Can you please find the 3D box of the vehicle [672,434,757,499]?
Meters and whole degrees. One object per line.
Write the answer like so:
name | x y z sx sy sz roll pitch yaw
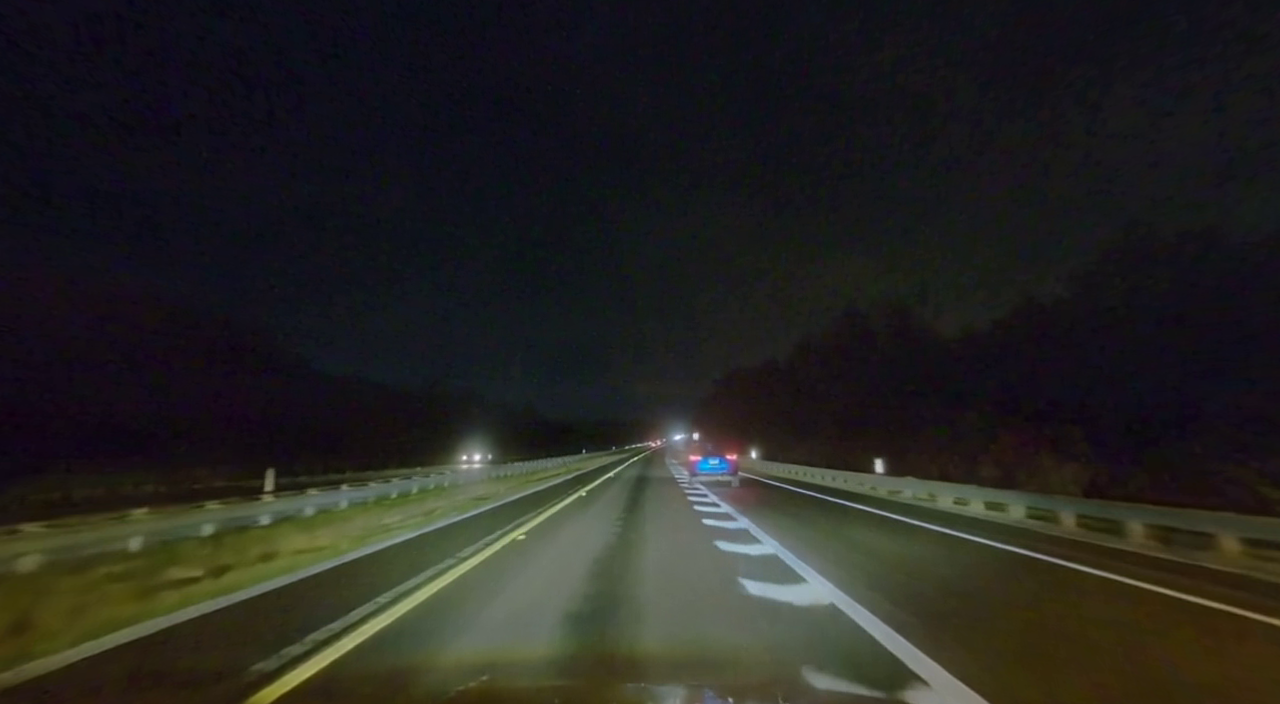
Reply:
vehicle | 2.089 3.395 19.060 2.143 1.693 4.513 -1 -8 2
